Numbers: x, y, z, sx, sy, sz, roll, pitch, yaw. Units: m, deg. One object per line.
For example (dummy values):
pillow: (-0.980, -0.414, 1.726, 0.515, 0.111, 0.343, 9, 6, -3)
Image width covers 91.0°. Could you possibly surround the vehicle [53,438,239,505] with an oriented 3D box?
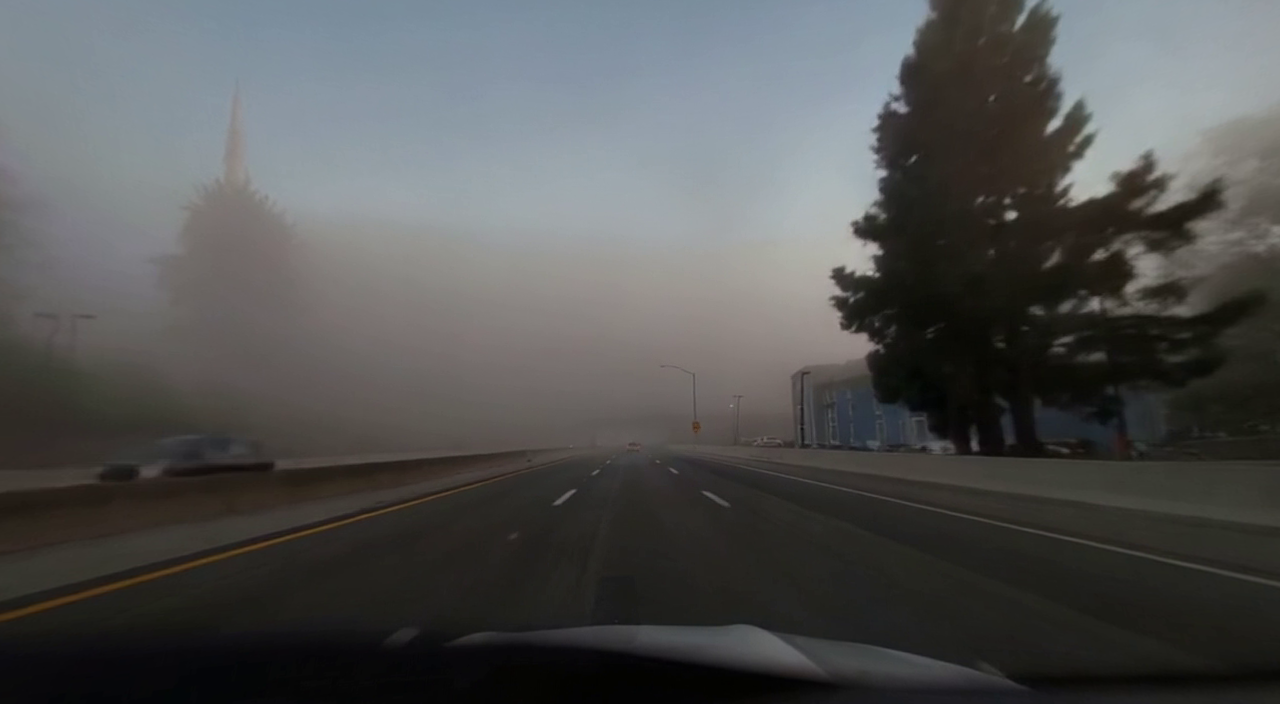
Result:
vehicle: (-14.216, 3.416, 18.546, 1.944, 1.690, 4.429, -1, -8, -1)
